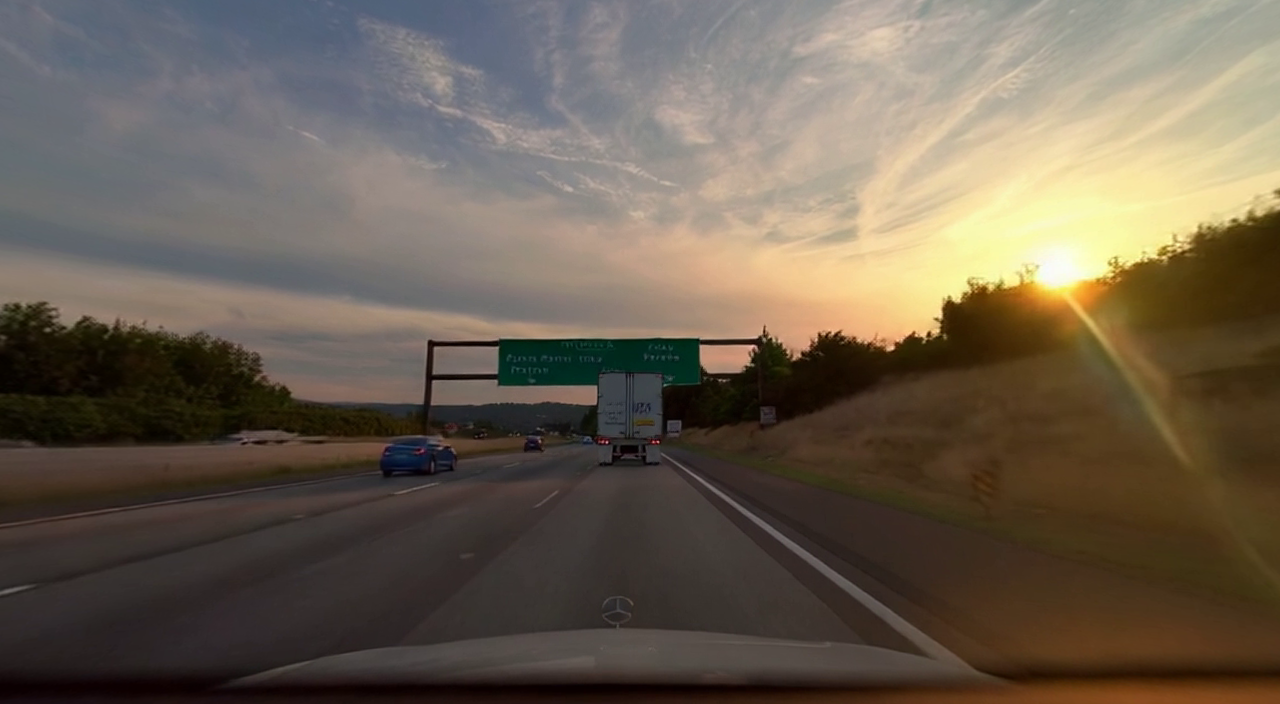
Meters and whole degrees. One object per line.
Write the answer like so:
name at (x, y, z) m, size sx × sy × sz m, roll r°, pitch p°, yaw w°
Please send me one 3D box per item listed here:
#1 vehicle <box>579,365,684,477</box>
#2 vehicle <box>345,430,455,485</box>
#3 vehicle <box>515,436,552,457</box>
vehicle at (-0.344, 3.034, 26.210) m, size 3.033 × 3.223 × 14.836 m, roll 2°, pitch -8°, yaw -1°
vehicle at (-7.118, 3.145, 19.054) m, size 1.856 × 1.479 × 3.710 m, roll 0°, pitch -8°, yaw 0°
vehicle at (-7.807, 6.925, 46.289) m, size 1.949 × 1.437 × 4.296 m, roll 0°, pitch -8°, yaw 0°
